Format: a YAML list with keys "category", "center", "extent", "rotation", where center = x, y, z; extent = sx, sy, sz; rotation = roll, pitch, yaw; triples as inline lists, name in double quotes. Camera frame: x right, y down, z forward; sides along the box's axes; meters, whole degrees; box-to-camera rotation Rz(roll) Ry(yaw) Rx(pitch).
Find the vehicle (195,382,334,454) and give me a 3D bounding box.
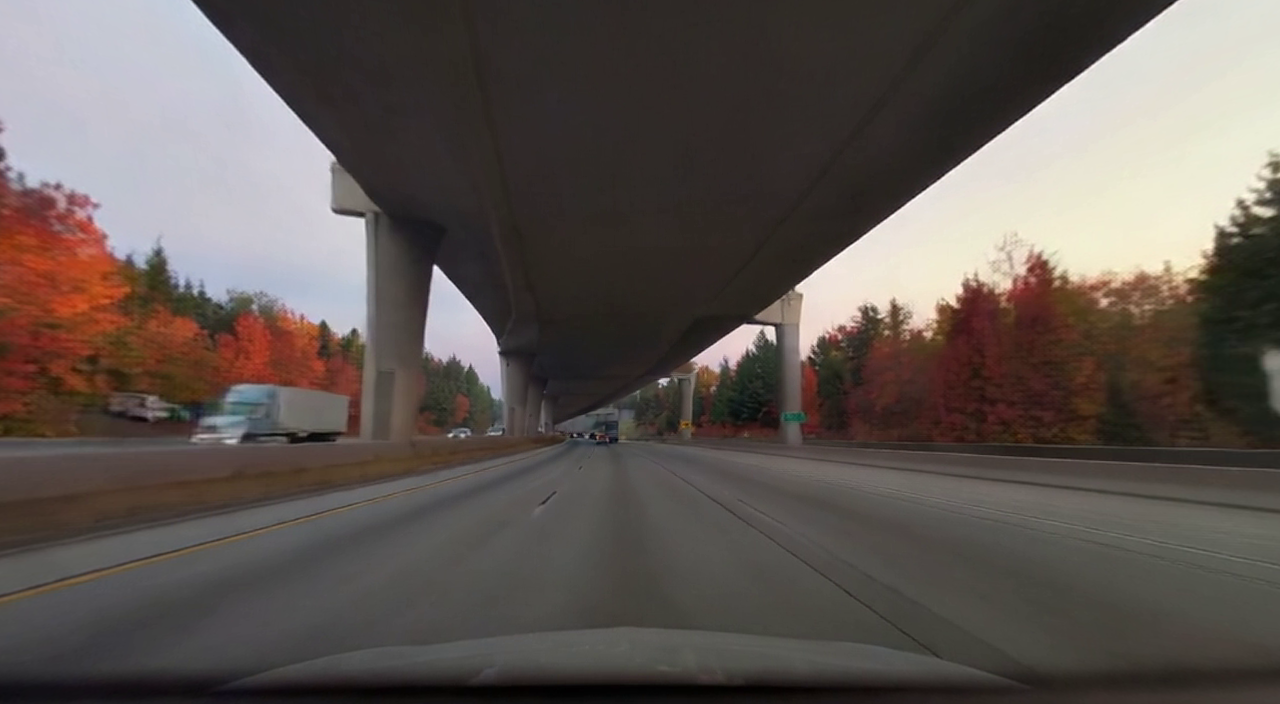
- category: "vehicle"
  center: [-22.471, 4.191, 38.513]
  extent: [3.025, 3.847, 9.441]
  rotation: [0, -8, -3]
